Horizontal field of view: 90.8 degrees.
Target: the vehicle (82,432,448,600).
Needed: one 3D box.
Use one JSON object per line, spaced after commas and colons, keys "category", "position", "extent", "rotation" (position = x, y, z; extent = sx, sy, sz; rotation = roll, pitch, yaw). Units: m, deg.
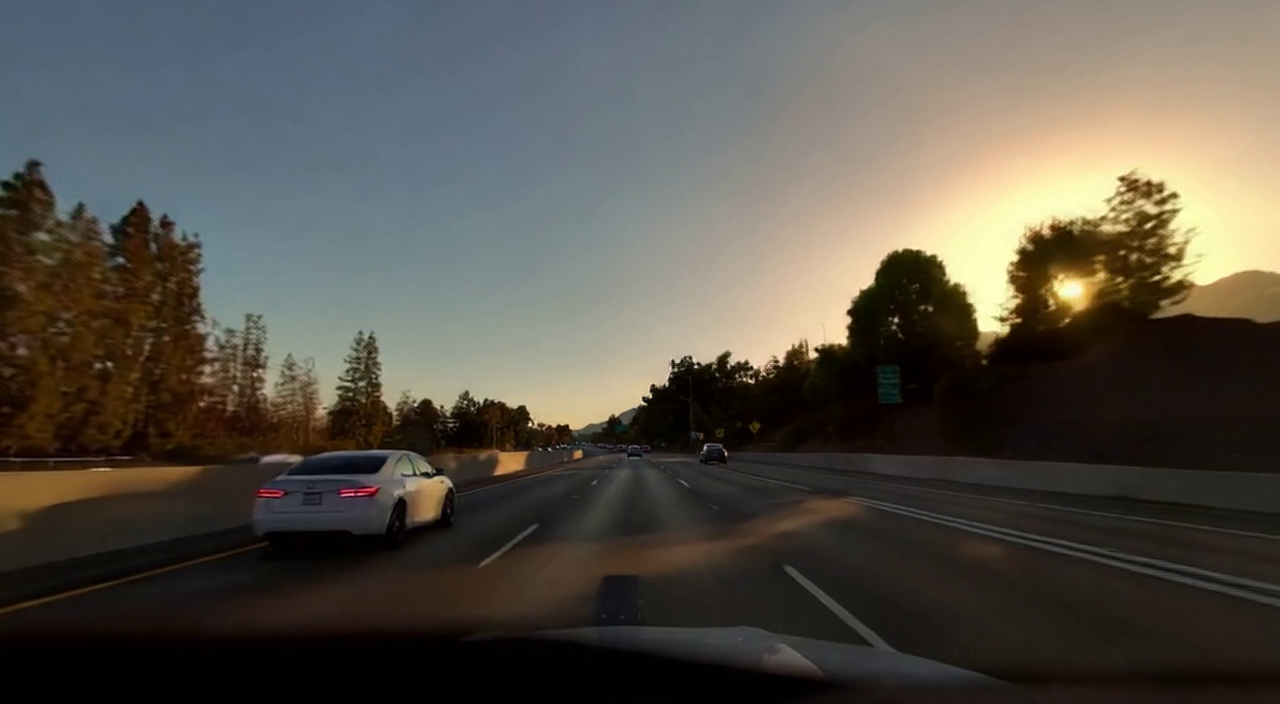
{"category": "vehicle", "position": [-4.166, 1.859, 8.109], "extent": [2.050, 1.547, 4.266], "rotation": [0, -9, 0]}
